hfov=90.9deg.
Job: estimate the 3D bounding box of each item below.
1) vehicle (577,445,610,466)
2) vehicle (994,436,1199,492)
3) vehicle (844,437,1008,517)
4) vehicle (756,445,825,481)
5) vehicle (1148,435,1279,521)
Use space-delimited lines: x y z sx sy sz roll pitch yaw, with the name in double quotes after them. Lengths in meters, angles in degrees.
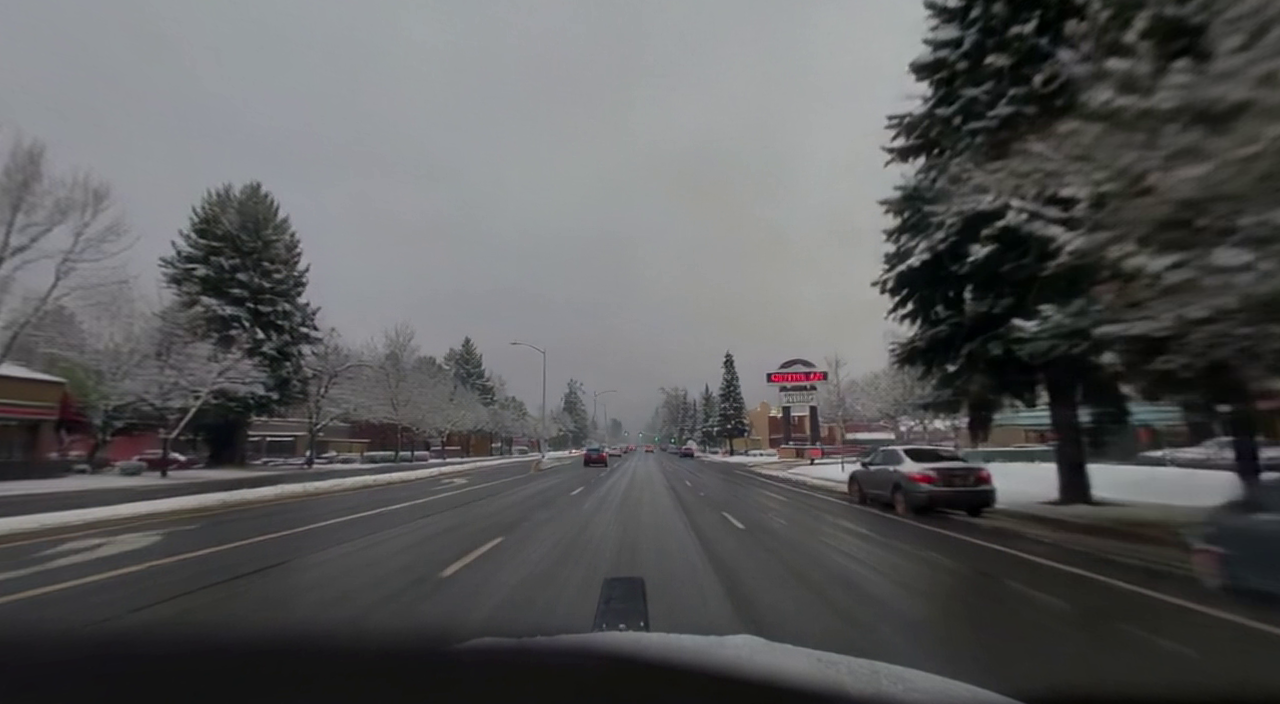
-3.292 7.415 45.255 2.005 1.446 4.265 0 -8 1 "vehicle"
12.776 3.144 17.848 4.357 1.463 1.915 1 -9 -4 "vehicle"
6.572 2.886 15.095 1.934 1.641 4.117 0 -8 0 "vehicle"
6.751 5.022 28.877 1.869 1.516 4.767 0 -8 -1 "vehicle"
12.599 2.360 12.019 4.119 1.501 1.809 0 -8 3 "vehicle"
